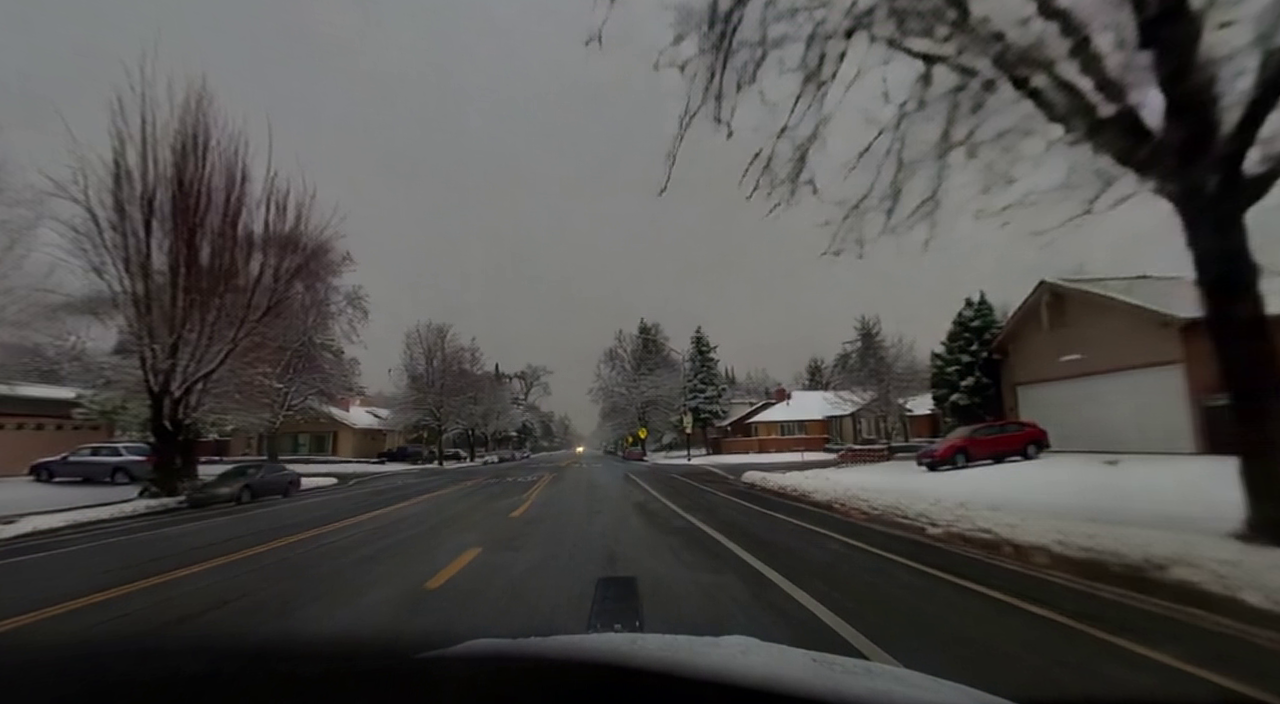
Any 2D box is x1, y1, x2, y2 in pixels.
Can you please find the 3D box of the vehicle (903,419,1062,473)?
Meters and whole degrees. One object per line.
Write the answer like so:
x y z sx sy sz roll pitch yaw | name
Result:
11.150 3.065 20.679 4.216 1.634 1.999 2 -9 -15 | vehicle

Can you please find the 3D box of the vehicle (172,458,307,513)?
-12.802 4.238 20.555 1.870 1.451 4.140 0 -8 -4 | vehicle

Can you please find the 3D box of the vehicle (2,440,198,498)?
-20.821 4.511 24.575 5.560 1.892 2.099 -2 -9 -2 | vehicle
